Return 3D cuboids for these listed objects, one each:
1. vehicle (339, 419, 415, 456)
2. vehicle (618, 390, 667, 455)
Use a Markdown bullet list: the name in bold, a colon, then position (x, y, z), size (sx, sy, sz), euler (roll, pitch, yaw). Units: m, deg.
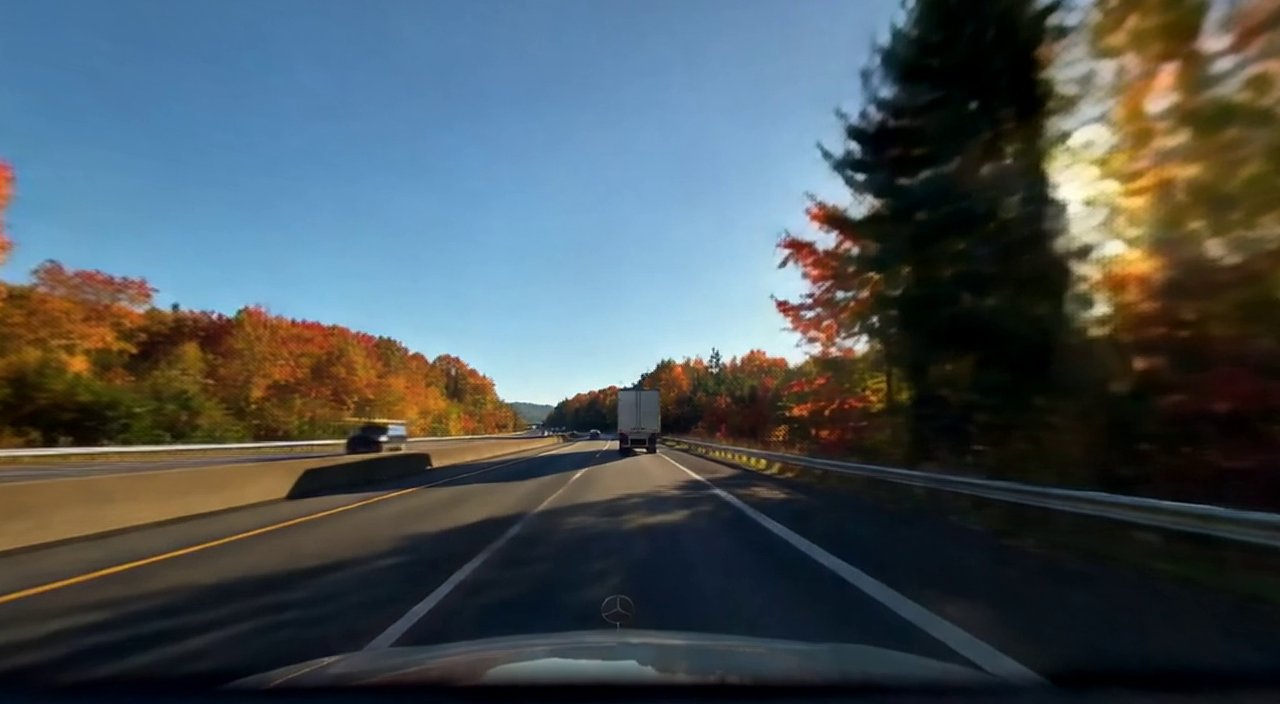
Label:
- **vehicle**: position (-14.987, 4.916, 36.137), size (2.112, 1.931, 5.092), euler (0, -8, 0)
- **vehicle**: position (0.021, 5.113, 44.511), size (3.013, 4.016, 11.496), euler (0, -8, -1)
